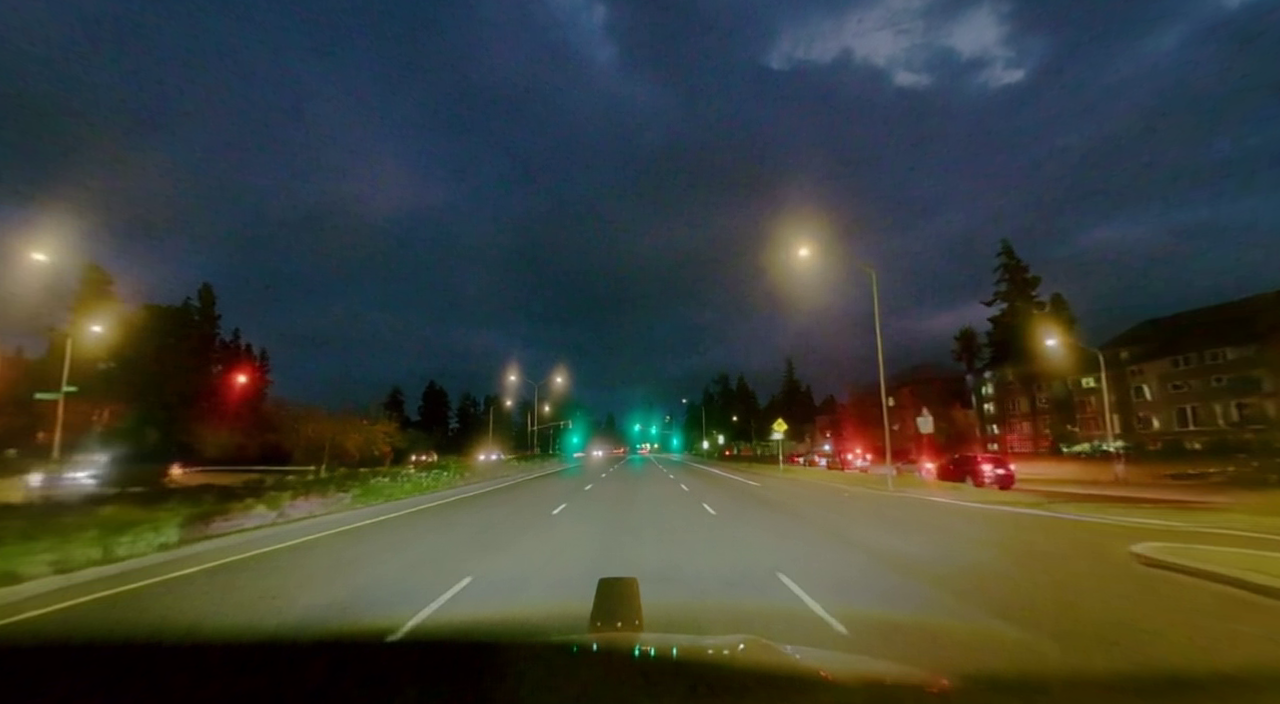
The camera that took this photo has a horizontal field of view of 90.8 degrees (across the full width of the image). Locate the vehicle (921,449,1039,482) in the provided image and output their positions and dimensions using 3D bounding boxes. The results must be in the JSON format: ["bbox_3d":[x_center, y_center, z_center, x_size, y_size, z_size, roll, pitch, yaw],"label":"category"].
[{"bbox_3d":[16.010,5.338,30.019,1.826,1.420,4.533,5,-10,-32],"label":"vehicle"}]

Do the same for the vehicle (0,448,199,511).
[{"bbox_3d":[-14.798,3.463,17.646,1.929,1.506,4.125,0,-9,0],"label":"vehicle"}]

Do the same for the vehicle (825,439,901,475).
[{"bbox_3d":[13.197,6.257,37.826,2.047,1.950,5.112,1,-9,-8],"label":"vehicle"}]

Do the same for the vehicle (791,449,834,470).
[{"bbox_3d":[12.798,8.019,47.255,1.916,1.452,4.651,0,-9,0],"label":"vehicle"}]
